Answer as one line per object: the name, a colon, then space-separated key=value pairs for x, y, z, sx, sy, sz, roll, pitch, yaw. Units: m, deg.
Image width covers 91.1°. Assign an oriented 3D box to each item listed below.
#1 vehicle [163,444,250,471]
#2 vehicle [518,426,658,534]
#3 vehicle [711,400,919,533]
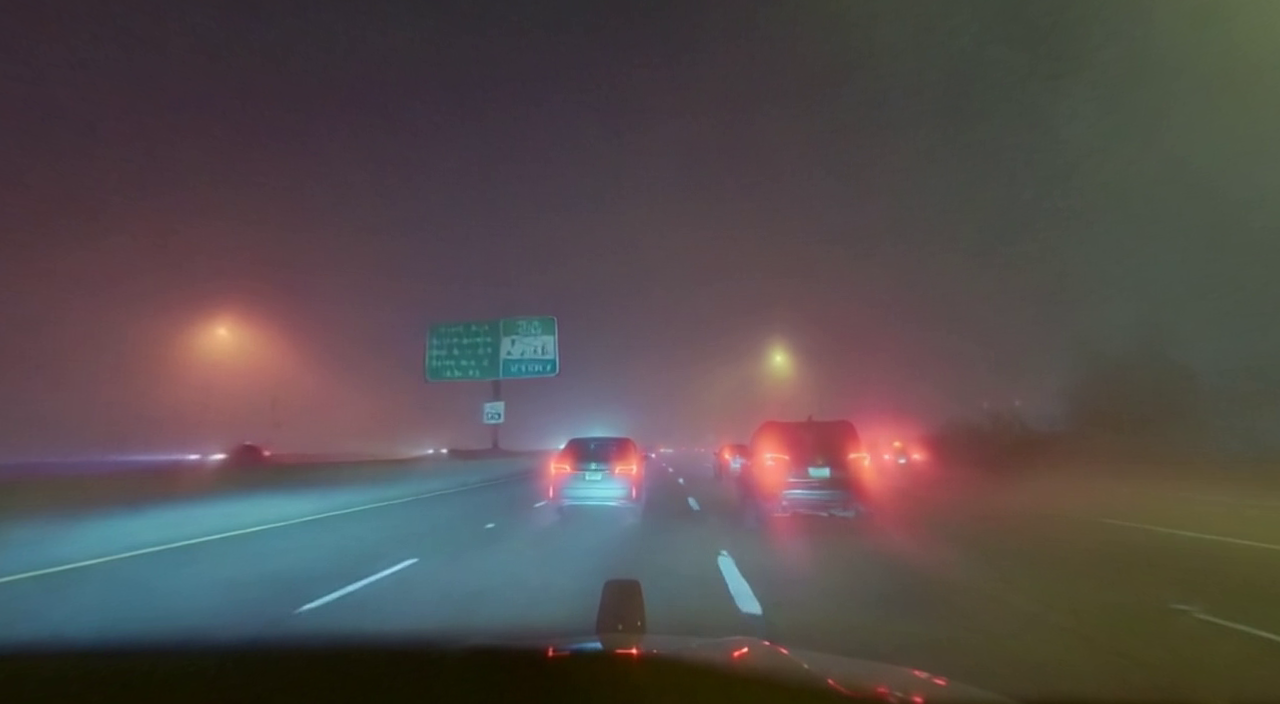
vehicle: x=-26.555 y=6.451 z=38.673 sx=1.918 sy=1.541 sz=4.690 roll=0 pitch=-8 yaw=2
vehicle: x=-0.748 y=2.283 z=11.865 sx=2.099 sy=1.640 sz=4.134 roll=0 pitch=-8 yaw=3
vehicle: x=3.073 y=2.207 z=12.834 sx=2.732 sy=2.065 sz=5.826 roll=0 pitch=-8 yaw=2
